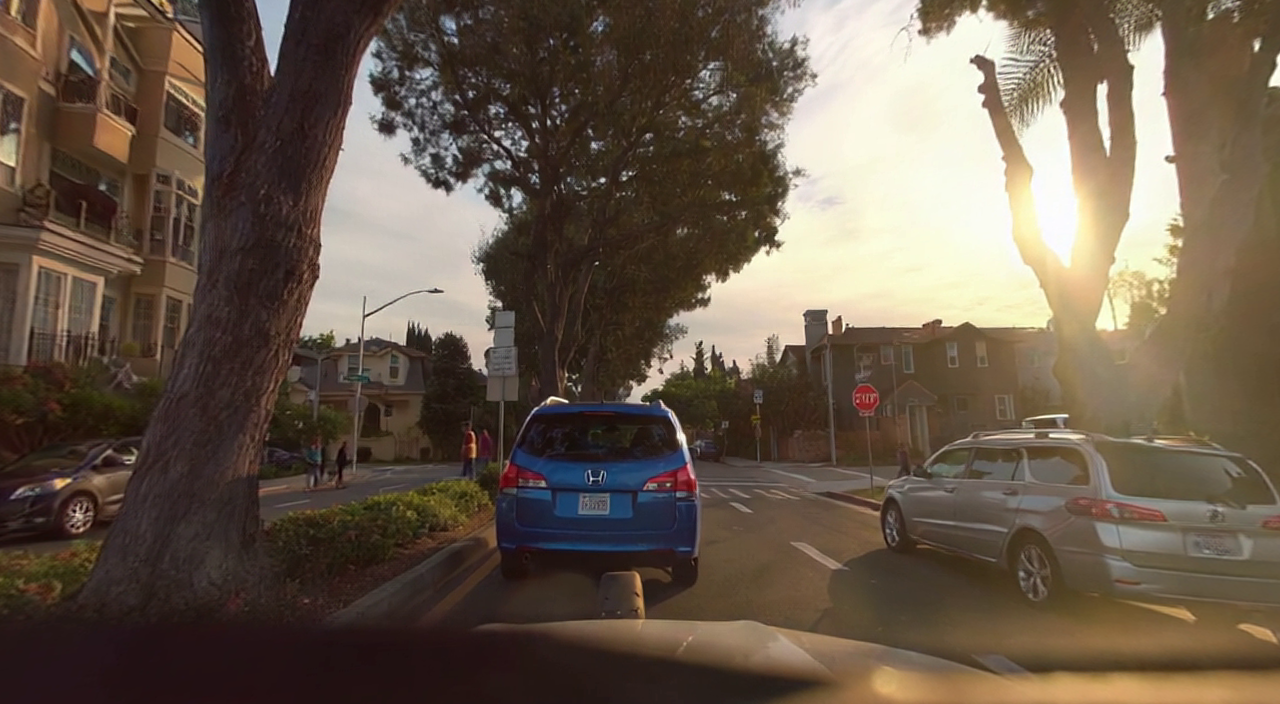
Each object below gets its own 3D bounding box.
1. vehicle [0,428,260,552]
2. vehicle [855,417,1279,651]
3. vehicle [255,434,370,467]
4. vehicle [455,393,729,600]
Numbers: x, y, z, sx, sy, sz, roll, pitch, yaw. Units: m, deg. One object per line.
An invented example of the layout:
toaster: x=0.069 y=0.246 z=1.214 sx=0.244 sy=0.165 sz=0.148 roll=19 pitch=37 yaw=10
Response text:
vehicle: x=-8.293 y=2.021 z=10.056 sx=1.825 sy=1.532 sz=4.083 roll=-3 pitch=-7 yaw=2
vehicle: x=4.218 y=1.681 z=6.908 sx=1.959 sy=1.581 sz=4.731 roll=4 pitch=-9 yaw=-2
vehicle: x=-15.440 y=4.675 z=29.845 sx=4.387 sy=1.495 sz=1.811 roll=1 pitch=-8 yaw=-3
vehicle: x=-0.423 y=1.599 z=7.884 sx=2.377 sy=1.787 sz=4.652 roll=0 pitch=-8 yaw=0
